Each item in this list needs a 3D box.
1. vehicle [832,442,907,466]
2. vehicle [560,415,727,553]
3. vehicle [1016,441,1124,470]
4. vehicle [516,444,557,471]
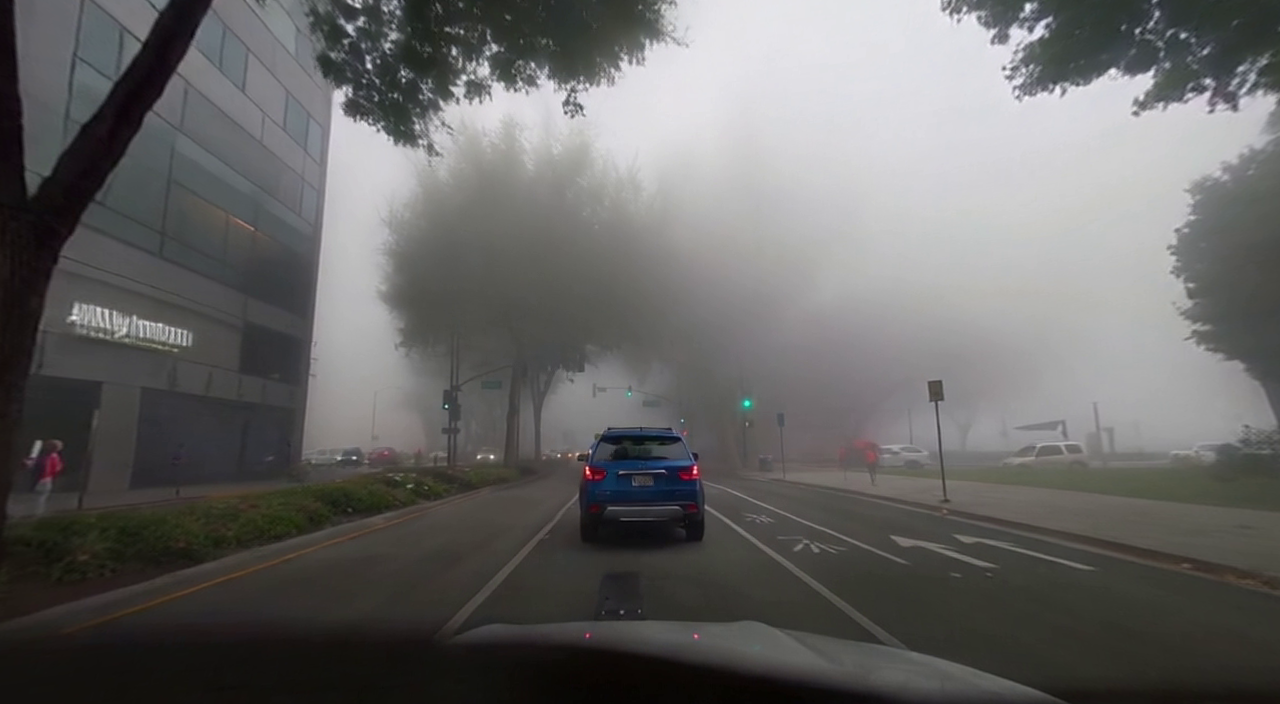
[{"bbox_3d":[15.671,6.968,43.262,4.422,1.563,1.751,0,-9,-2],"label":"vehicle"},{"bbox_3d":[-0.038,2.025,10.355,2.183,1.765,4.059,0,-8,-2],"label":"vehicle"},{"bbox_3d":[24.519,5.920,36.115,4.571,1.558,2.171,0,-9,-2],"label":"vehicle"},{"bbox_3d":[-6.751,6.890,41.486,2.028,1.655,4.189,0,-9,-1],"label":"vehicle"}]
